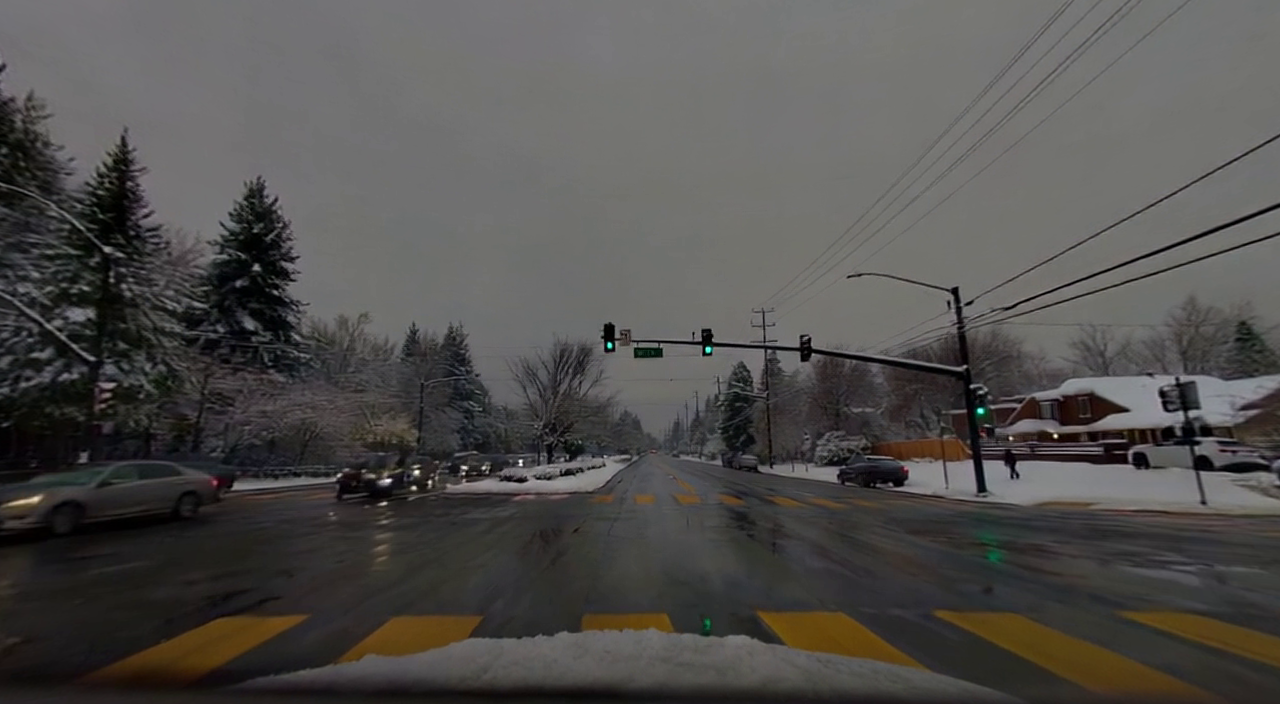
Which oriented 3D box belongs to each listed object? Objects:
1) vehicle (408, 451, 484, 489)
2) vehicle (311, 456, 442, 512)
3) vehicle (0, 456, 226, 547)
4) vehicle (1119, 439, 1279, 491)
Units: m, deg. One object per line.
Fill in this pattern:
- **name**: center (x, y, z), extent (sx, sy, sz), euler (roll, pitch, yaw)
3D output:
- **vehicle**: center (-10.394, 6.332, 34.218), extent (2.249, 1.825, 5.378), euler (-1, -8, 2)
- **vehicle**: center (-7.731, 3.888, 19.012), extent (1.958, 1.415, 4.312), euler (-1, -8, 2)
- **vehicle**: center (-10.950, 2.905, 12.878), extent (2.007, 1.451, 4.242), euler (0, -8, 1)
- **vehicle**: center (25.415, 5.046, 28.601), extent (2.177, 2.086, 5.514), euler (2, -9, -14)
